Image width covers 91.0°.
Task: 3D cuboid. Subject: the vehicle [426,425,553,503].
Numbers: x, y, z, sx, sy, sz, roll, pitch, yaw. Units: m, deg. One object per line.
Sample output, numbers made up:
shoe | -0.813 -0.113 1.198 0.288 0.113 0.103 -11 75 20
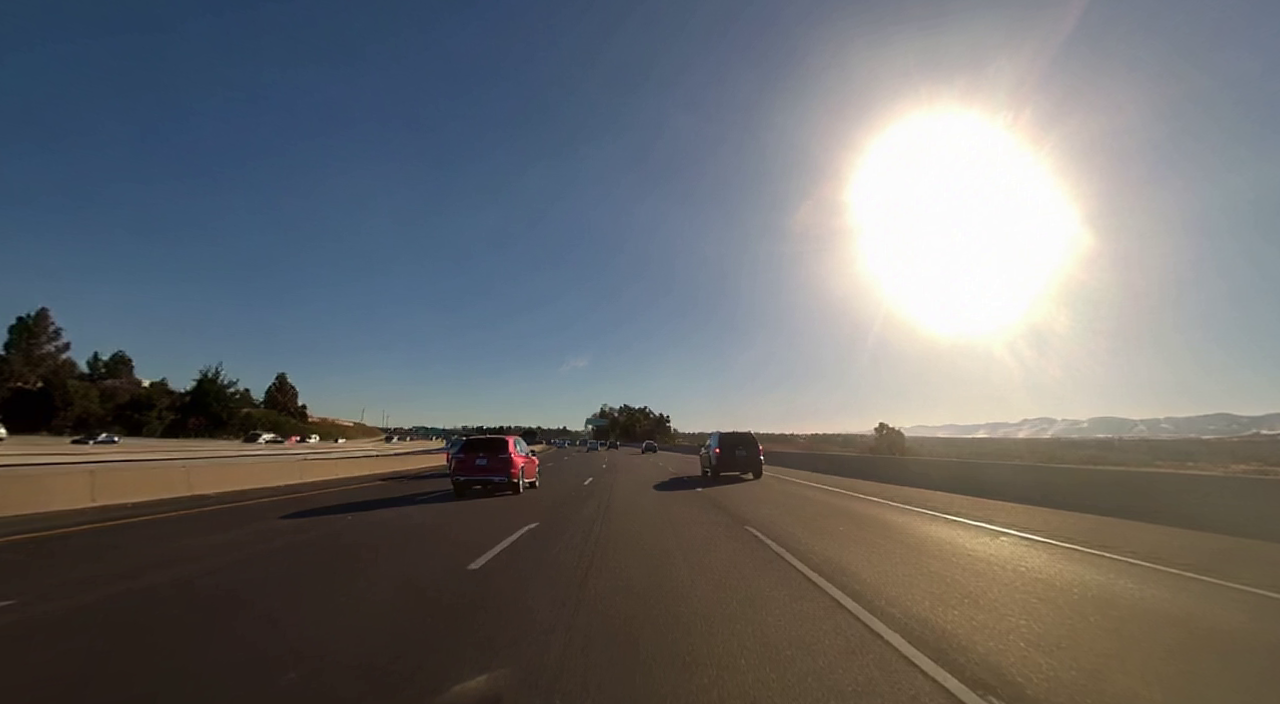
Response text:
vehicle | -3.735 2.881 16.605 2.214 1.743 4.465 0 -9 0

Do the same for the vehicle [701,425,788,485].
vehicle | 3.497 3.592 22.162 2.153 1.860 4.689 0 -9 -1
